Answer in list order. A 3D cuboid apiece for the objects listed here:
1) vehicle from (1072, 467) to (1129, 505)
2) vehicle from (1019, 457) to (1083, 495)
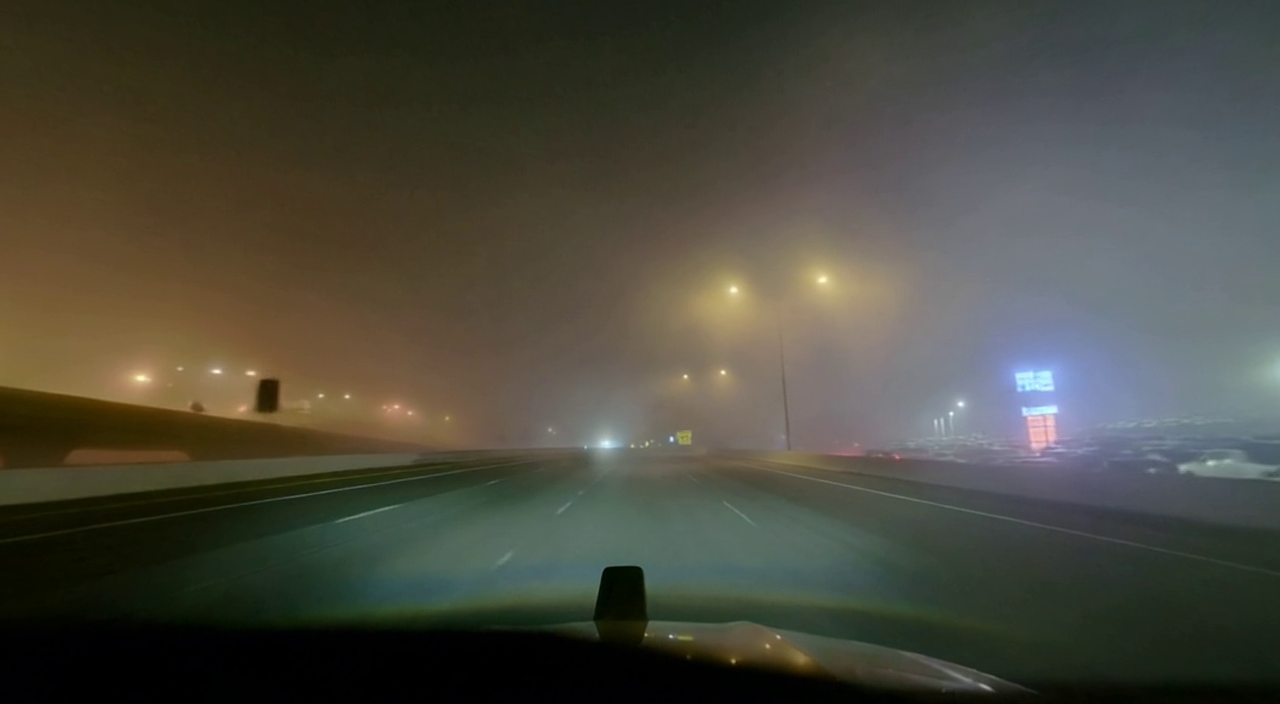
[{"bbox_3d":[19.819,5.705,27.118,1.677,1.342,3.266,-7,-10,39],"label":"vehicle"},{"bbox_3d":[21.107,6.283,32.316,1.846,1.635,4.513,-7,-11,43],"label":"vehicle"}]
